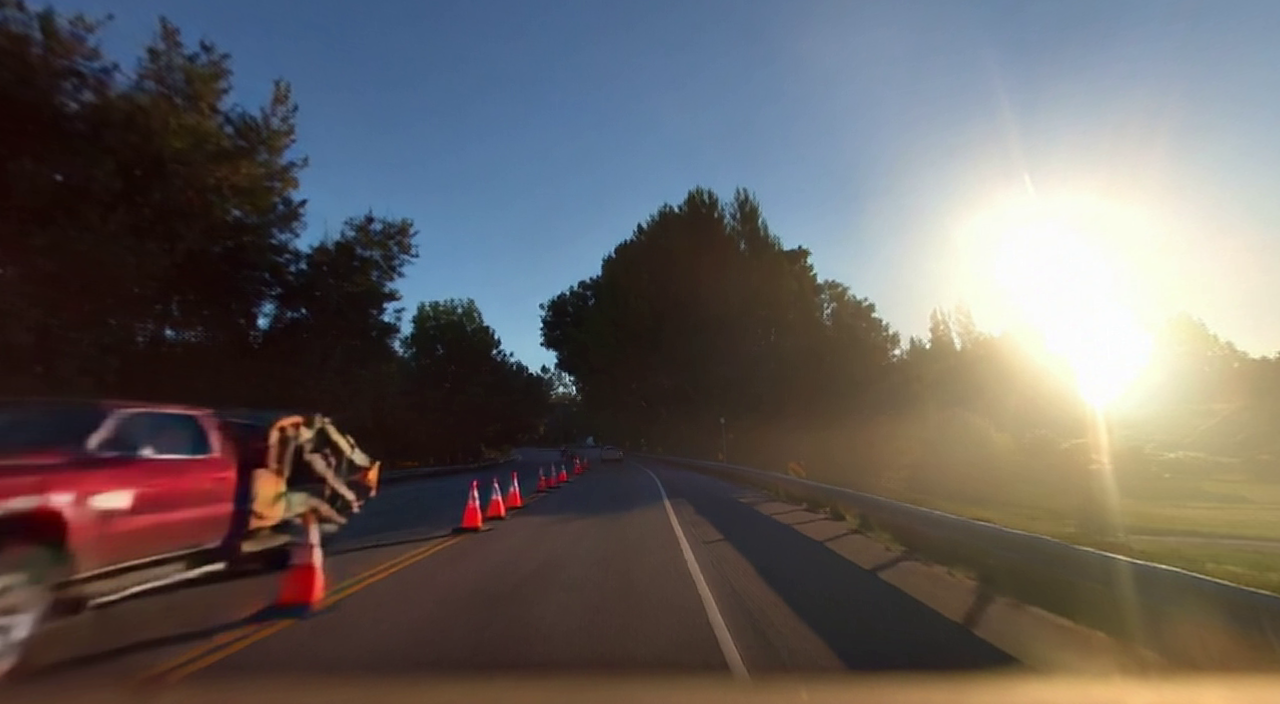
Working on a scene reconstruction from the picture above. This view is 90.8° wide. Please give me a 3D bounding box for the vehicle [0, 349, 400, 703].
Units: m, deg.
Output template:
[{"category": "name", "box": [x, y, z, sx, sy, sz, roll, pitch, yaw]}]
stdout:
[{"category": "vehicle", "box": [-4.488, 1.353, 5.998, 2.128, 1.944, 5.555, 0, -9, 1]}]
